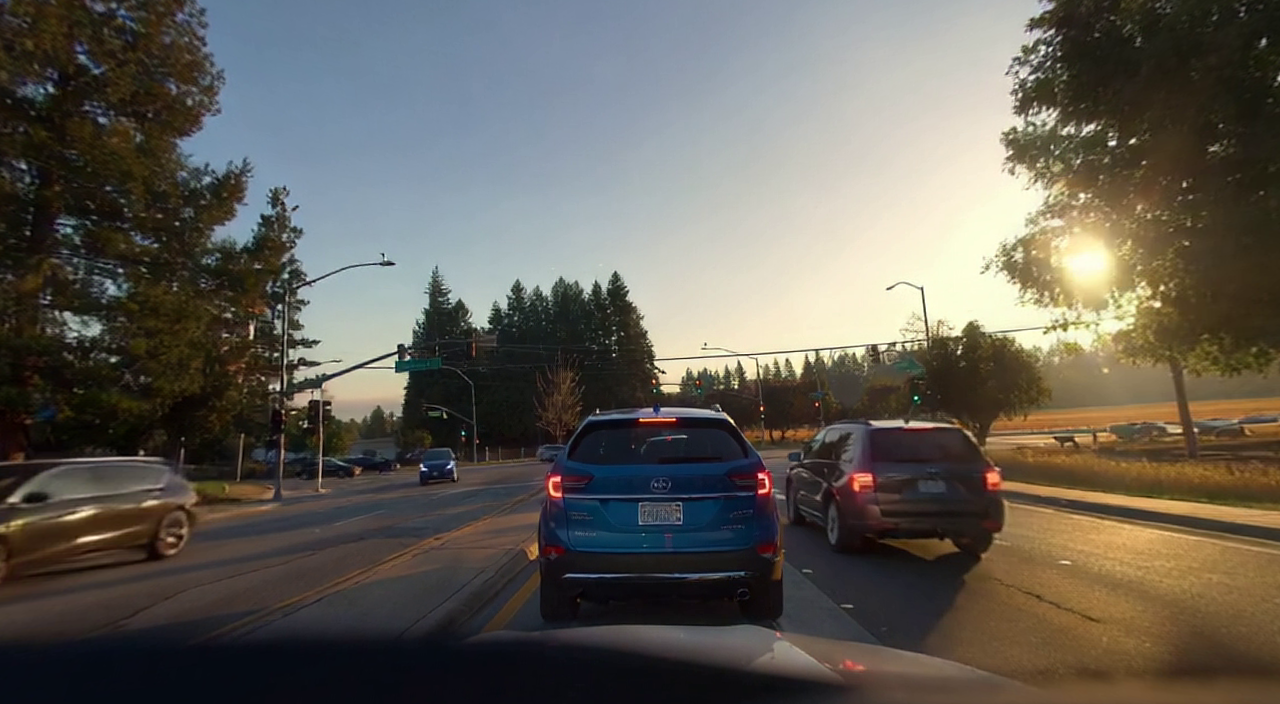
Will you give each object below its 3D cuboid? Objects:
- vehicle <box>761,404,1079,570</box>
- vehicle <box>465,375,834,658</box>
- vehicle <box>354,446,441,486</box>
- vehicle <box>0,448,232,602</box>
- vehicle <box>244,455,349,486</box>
[{"bbox_3d":[3.324,1.720,8.811,2.340,1.693,4.516,0,-8,0],"label":"vehicle"},{"bbox_3d":[0.051,1.331,6.106,2.298,1.770,4.138,0,-8,0],"label":"vehicle"},{"bbox_3d":[-11.310,5.237,29.280,2.026,1.680,4.608,8,-12,-44],"label":"vehicle"},{"bbox_3d":[-7.943,2.087,8.251,2.192,1.606,4.510,0,-8,0],"label":"vehicle"},{"bbox_3d":[-18.049,6.176,33.164,4.559,1.458,2.265,-3,-9,19],"label":"vehicle"}]
